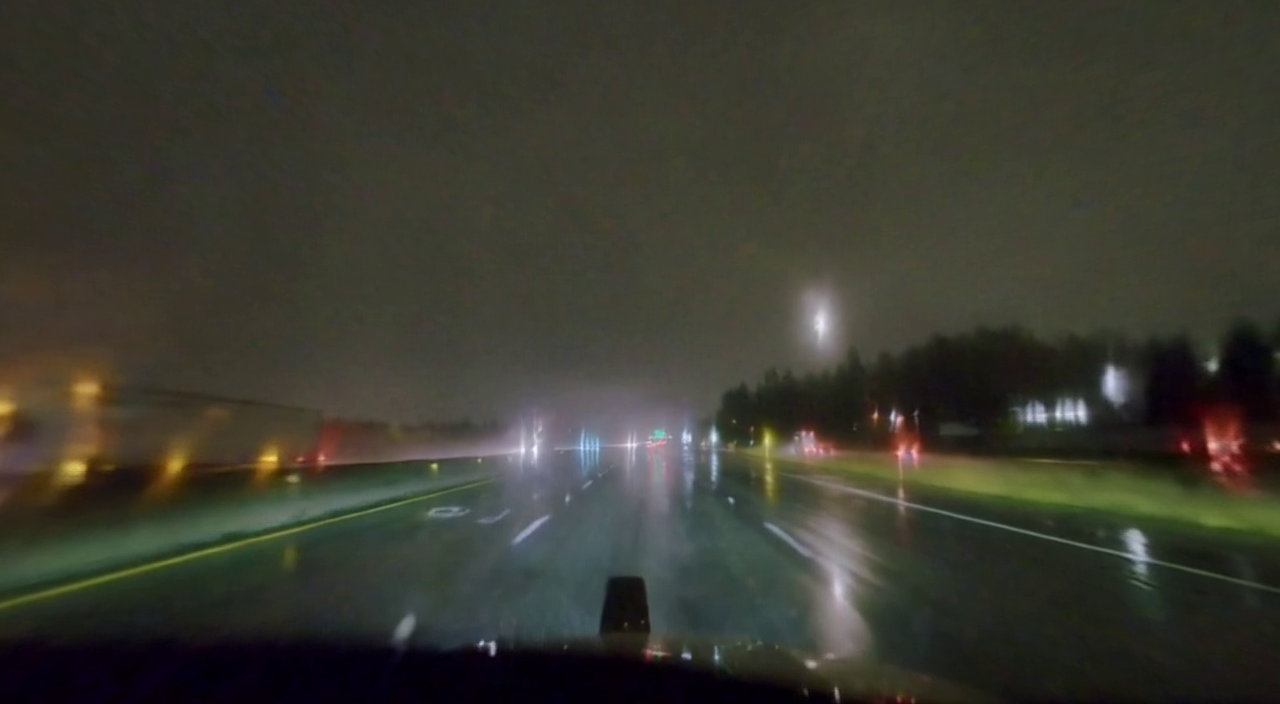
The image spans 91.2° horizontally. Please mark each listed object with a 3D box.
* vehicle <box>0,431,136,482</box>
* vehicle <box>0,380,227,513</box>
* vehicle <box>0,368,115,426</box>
[{"bbox_3d":[-20.532,3.625,22.146,2.015,1.587,4.092,0,-8,0],"label":"vehicle"},{"bbox_3d":[-20.516,3.415,23.106,3.124,3.932,10.785,0,-8,1],"label":"vehicle"},{"bbox_3d":[-20.558,1.586,20.985,2.010,1.679,4.548,0,-8,1],"label":"vehicle"}]
